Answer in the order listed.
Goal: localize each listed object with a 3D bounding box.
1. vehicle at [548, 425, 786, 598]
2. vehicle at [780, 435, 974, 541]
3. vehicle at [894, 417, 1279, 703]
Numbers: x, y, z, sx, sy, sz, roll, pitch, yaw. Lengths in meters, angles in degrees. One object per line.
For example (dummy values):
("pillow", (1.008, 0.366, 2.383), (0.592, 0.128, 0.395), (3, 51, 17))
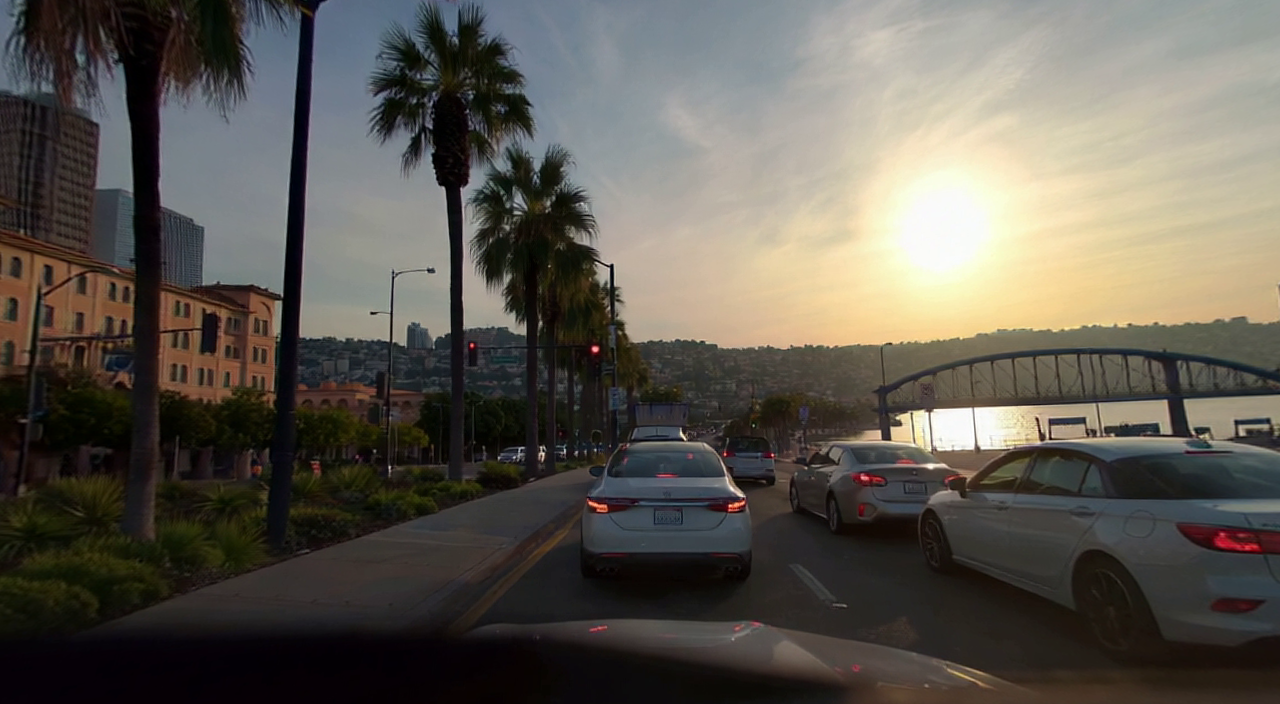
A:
("vehicle", (0.263, 1.696, 7.480), (2.093, 1.503, 3.681), (0, -9, 1))
("vehicle", (3.888, 2.288, 11.313), (1.920, 1.490, 4.417), (-1, -9, 2))
("vehicle", (3.912, 1.362, 5.084), (1.913, 1.469, 4.425), (0, -9, 0))
